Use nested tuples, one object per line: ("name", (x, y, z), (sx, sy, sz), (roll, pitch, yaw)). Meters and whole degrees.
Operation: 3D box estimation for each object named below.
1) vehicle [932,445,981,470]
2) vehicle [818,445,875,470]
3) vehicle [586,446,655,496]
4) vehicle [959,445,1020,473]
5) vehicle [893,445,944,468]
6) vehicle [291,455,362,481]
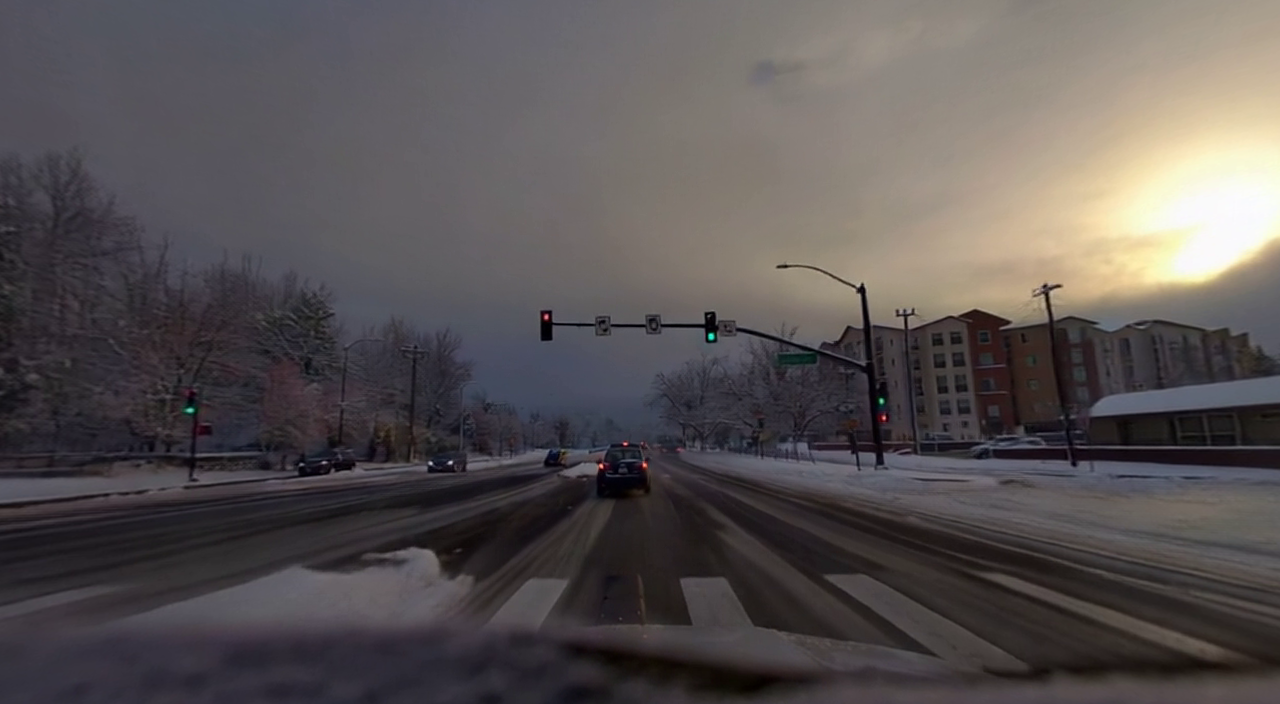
("vehicle", (19.803, 6.548, 39.323), (1.717, 1.444, 3.788), (-8, -11, 41))
("vehicle", (12.665, 6.473, 38.861), (1.849, 1.429, 4.335), (0, -9, -3))
("vehicle", (-0.581, 3.789, 20.476), (2.010, 1.447, 4.121), (0, -9, -1))
("vehicle", (19.767, 6.001, 35.494), (1.932, 1.430, 4.203), (-8, -12, 43))
("vehicle", (18.941, 7.049, 42.688), (1.900, 1.490, 4.238), (-8, -12, 41))
("vehicle", (-19.536, 7.225, 39.474), (2.018, 1.468, 4.768), (0, -9, 0))
